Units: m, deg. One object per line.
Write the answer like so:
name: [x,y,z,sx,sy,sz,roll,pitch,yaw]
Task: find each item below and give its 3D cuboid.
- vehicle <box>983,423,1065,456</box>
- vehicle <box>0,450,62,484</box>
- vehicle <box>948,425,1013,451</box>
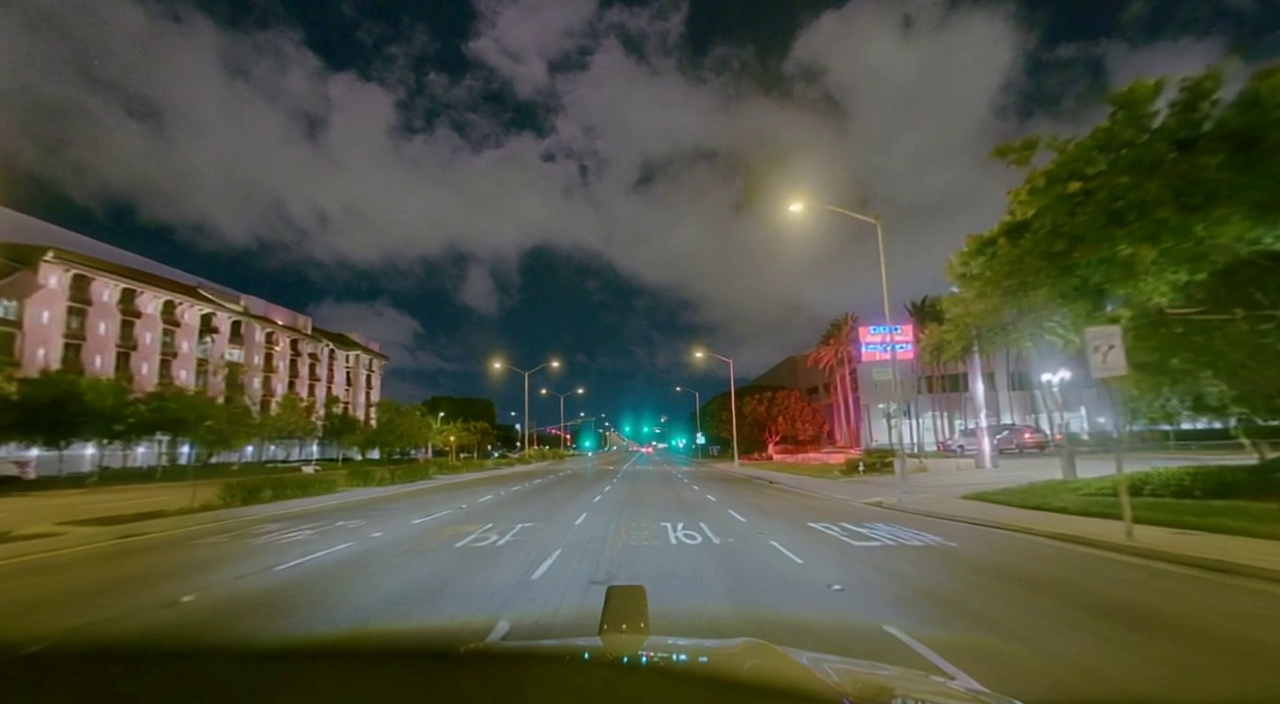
vehicle: [23.133,5.322,38.226,2.222,1.818,5.099,-1,-9,7]
vehicle: [-35.685,6.398,35.146,2.020,1.768,5.003,-1,-8,2]
vehicle: [24.865,6.340,46.226,2.095,1.692,5.051,-2,-10,3]
